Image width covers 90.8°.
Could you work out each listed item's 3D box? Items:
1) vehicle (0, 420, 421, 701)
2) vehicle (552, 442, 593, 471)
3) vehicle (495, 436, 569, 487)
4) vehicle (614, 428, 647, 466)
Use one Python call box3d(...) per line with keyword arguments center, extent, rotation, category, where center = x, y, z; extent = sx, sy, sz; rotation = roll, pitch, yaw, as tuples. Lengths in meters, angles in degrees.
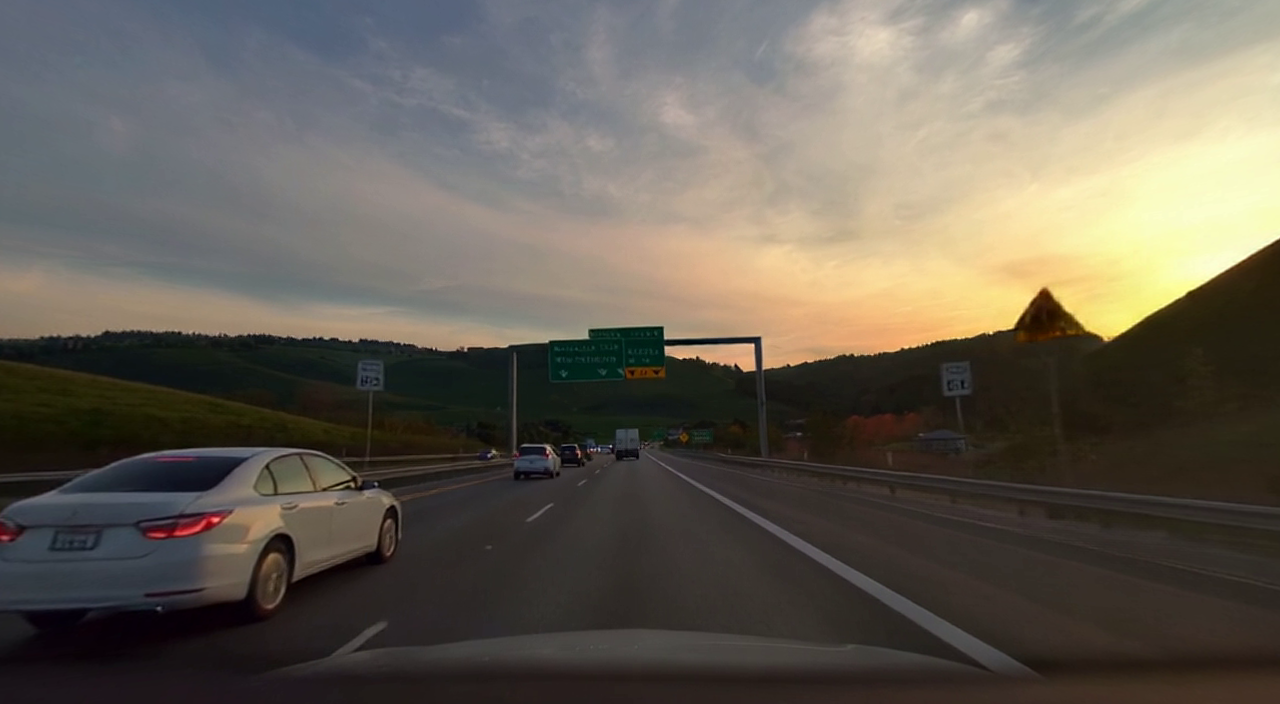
box3d(center=(-3.714, 1.430, 5.578), extent=(1.988, 1.440, 4.504), rotation=(0, -9, -1), category="vehicle")
box3d(center=(-3.982, 6.250, 37.987), extent=(2.044, 1.624, 4.032), rotation=(0, -9, 0), category="vehicle")
box3d(center=(-3.951, 4.082, 23.795), extent=(2.073, 1.694, 4.162), rotation=(0, -9, 0), category="vehicle")
box3d(center=(-0.648, 7.061, 46.706), extent=(2.227, 2.611, 5.900), rotation=(0, -9, 1), category="vehicle")
